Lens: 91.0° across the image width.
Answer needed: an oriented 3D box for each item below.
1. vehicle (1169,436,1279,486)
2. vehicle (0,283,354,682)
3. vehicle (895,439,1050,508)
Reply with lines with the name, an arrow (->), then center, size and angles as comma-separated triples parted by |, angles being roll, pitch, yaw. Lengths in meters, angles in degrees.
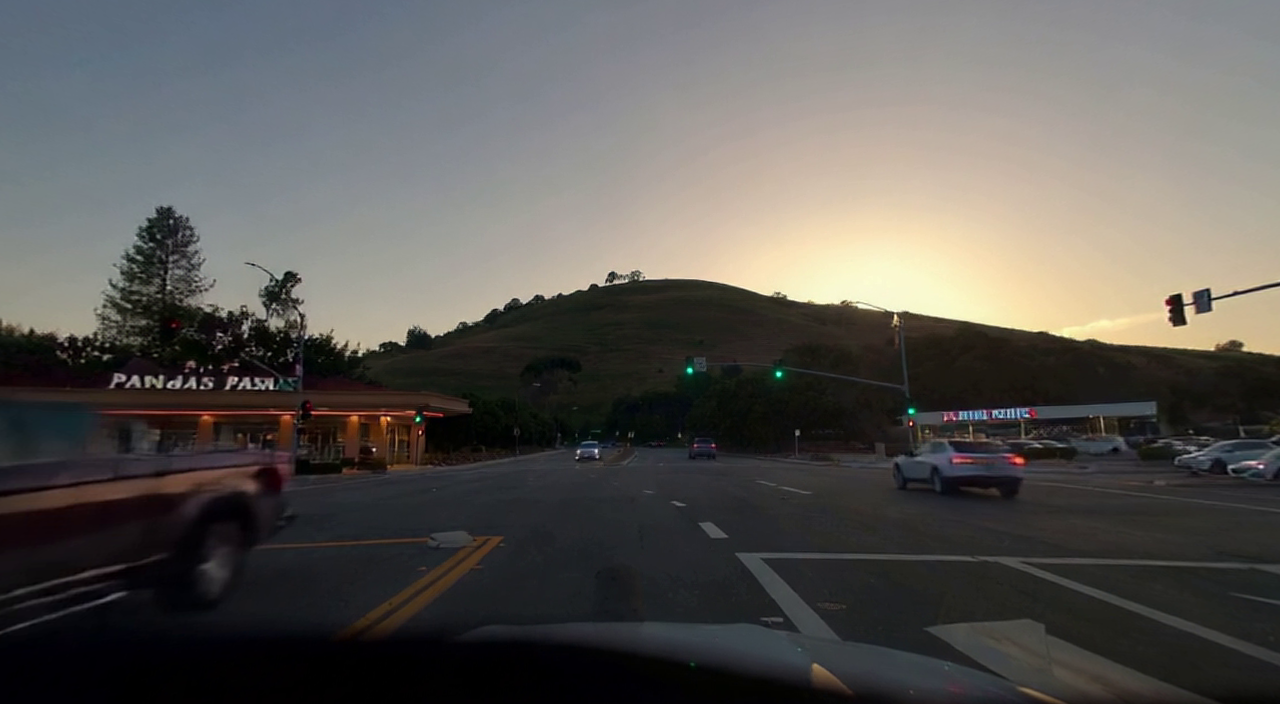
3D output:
vehicle -> 25.064, 4.466, 26.042 | 4.546, 1.944, 2.051 | 1, -9, -5
vehicle -> -4.927, 0.984, 5.146 | 2.318, 2.325, 5.910 | 0, -8, 0
vehicle -> 9.850, 3.587, 19.135 | 2.273, 1.839, 4.218 | 0, -8, -2
